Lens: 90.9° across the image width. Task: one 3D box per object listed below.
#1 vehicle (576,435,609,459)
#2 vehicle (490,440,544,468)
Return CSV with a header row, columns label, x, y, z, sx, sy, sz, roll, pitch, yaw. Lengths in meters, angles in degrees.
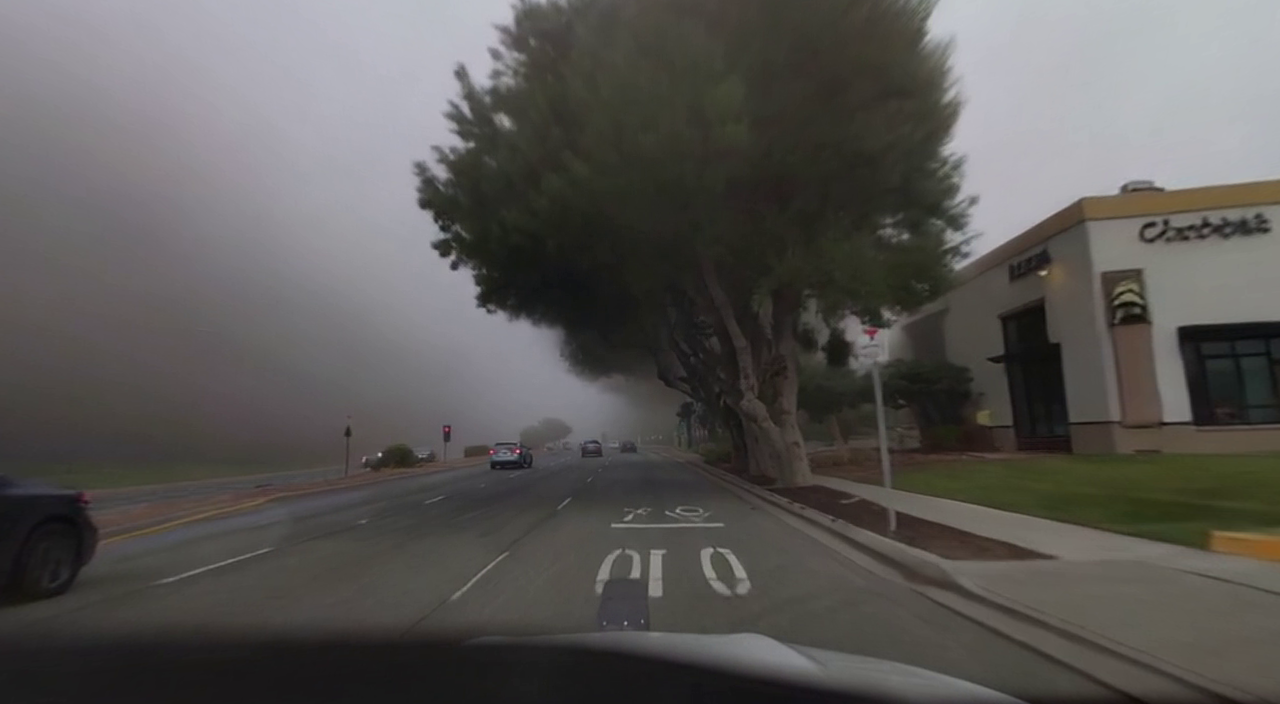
label,x,y,z,sx,sy,sz,roll,pitch,yaw
vehicle,-3.503,7.080,46.941,2.100,1.661,3.837,0,-8,0
vehicle,-6.620,5.555,34.424,2.072,1.427,4.328,0,-8,0
